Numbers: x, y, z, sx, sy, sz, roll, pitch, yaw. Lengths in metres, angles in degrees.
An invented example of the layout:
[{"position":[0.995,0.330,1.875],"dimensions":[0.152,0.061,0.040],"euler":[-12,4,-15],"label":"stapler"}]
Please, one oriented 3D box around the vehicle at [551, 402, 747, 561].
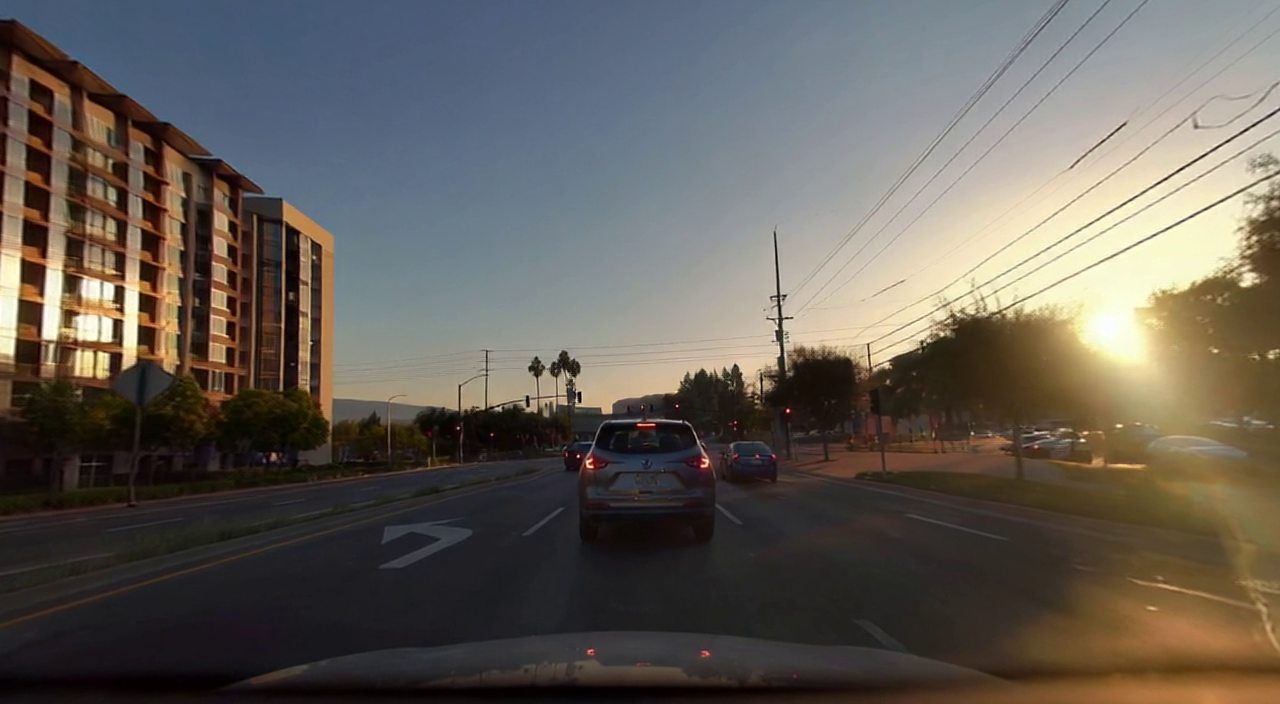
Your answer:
[{"position":[0.102,1.787,9.347],"dimensions":[2.189,1.776,4.342],"euler":[0,-9,0],"label":"vehicle"}]
